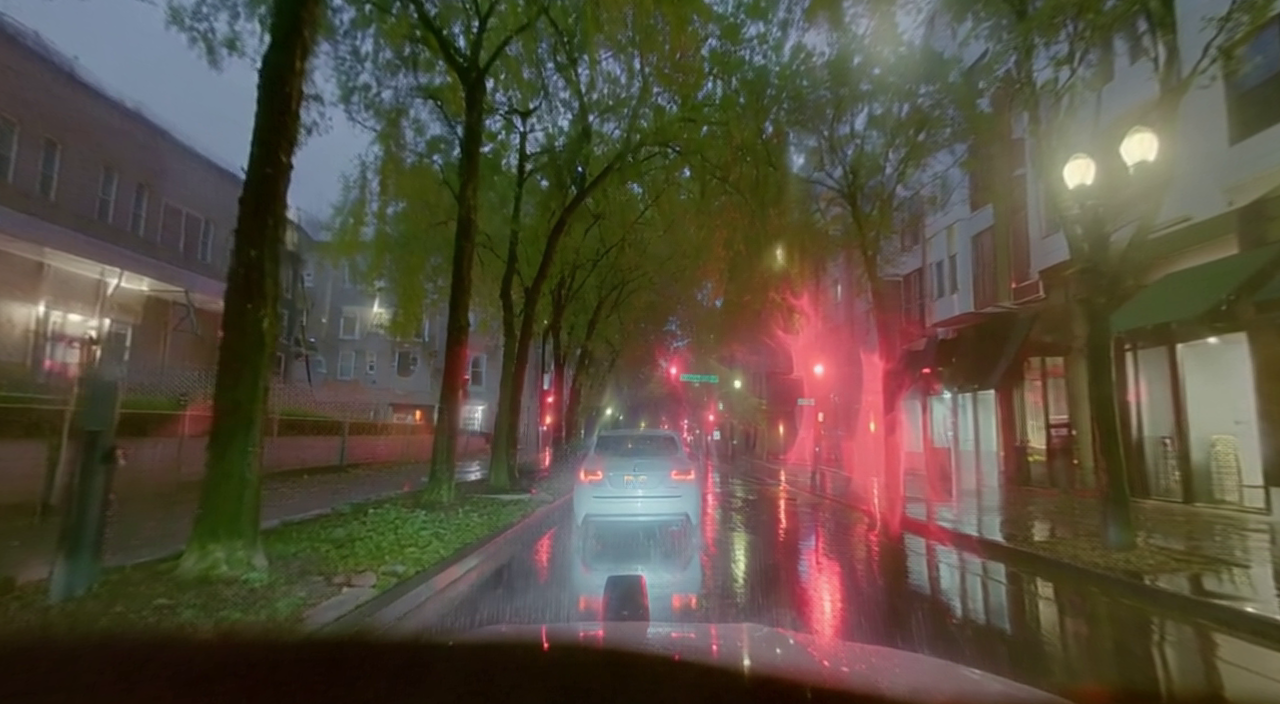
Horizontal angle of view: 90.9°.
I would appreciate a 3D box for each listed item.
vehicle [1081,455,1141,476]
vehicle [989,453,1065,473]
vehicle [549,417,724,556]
[{"bbox_3d":[36.363,8.776,48.693,3.445,1.363,1.608,3,-7,-1],"label":"vehicle"},{"bbox_3d":[29.769,8.510,48.589,4.668,1.441,1.904,0,-9,-5],"label":"vehicle"},{"bbox_3d":[-0.078,1.892,9.508,2.079,1.621,3.861,0,-8,-1],"label":"vehicle"}]
